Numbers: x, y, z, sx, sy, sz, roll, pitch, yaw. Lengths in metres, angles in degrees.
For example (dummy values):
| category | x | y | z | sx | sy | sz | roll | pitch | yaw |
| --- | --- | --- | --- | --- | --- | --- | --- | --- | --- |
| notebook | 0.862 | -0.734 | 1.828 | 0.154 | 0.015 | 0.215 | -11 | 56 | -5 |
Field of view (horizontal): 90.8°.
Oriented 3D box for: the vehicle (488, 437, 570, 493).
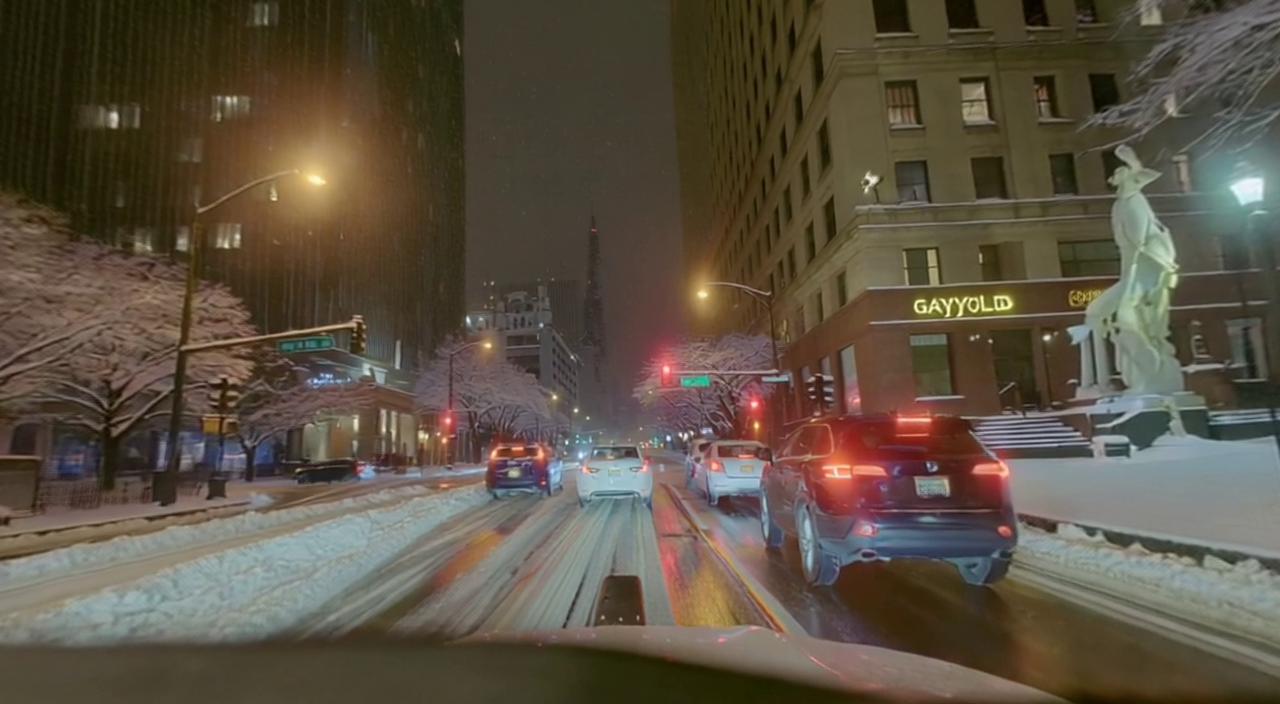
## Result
| category | x | y | z | sx | sy | sz | roll | pitch | yaw |
| --- | --- | --- | --- | --- | --- | --- | --- | --- | --- |
| vehicle | -3.591 | 3.742 | 21.321 | 2.045 | 1.633 | 4.864 | 0 | -9 | -2 |

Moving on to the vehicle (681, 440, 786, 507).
| category | x | y | z | sx | sy | sz | roll | pitch | yaw |
| --- | --- | --- | --- | --- | --- | --- | --- | --- | --- |
| vehicle | 2.230 | 3.034 | 16.253 | 1.943 | 1.449 | 4.202 | 0 | -9 | -1 |

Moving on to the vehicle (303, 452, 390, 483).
| category | x | y | z | sx | sy | sz | roll | pitch | yaw |
| --- | --- | --- | --- | --- | --- | --- | --- | --- | --- |
| vehicle | -18.462 | 7.206 | 39.797 | 4.612 | 1.752 | 1.953 | 6 | -10 | -35 |

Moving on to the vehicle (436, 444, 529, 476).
| category | x | y | z | sx | sy | sz | roll | pitch | yaw |
| --- | --- | --- | --- | --- | --- | --- | --- | --- | --- |
| vehicle | -9.234 | 6.323 | 37.235 | 4.855 | 1.769 | 2.071 | 5 | -10 | -30 |

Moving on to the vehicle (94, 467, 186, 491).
| category | x | y | z | sx | sy | sz | roll | pitch | yaw |
| --- | --- | --- | --- | --- | --- | --- | --- | --- | --- |
| vehicle | -32.298 | 8.218 | 40.854 | 4.392 | 1.427 | 1.764 | 0 | -9 | -1 |

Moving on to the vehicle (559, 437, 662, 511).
| category | x | y | z | sx | sy | sz | roll | pitch | yaw |
| --- | --- | --- | --- | --- | --- | --- | --- | --- | --- |
| vehicle | -0.619 | 2.797 | 14.956 | 2.096 | 1.492 | 4.071 | 0 | -9 | -1 |

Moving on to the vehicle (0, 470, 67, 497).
| category | x | y | z | sx | sy | sz | roll | pitch | yaw |
| --- | --- | --- | --- | --- | --- | --- | --- | --- | --- |
| vehicle | -40.160 | 8.500 | 40.889 | 4.224 | 1.622 | 1.808 | 0 | -9 | -1 |

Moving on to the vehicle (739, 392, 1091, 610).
| category | x | y | z | sx | sy | sz | roll | pitch | yaw |
| --- | --- | --- | --- | --- | --- | --- | --- | --- | --- |
| vehicle | 2.616 | 1.558 | 7.483 | 2.096 | 1.775 | 4.440 | 0 | -9 | -1 |
